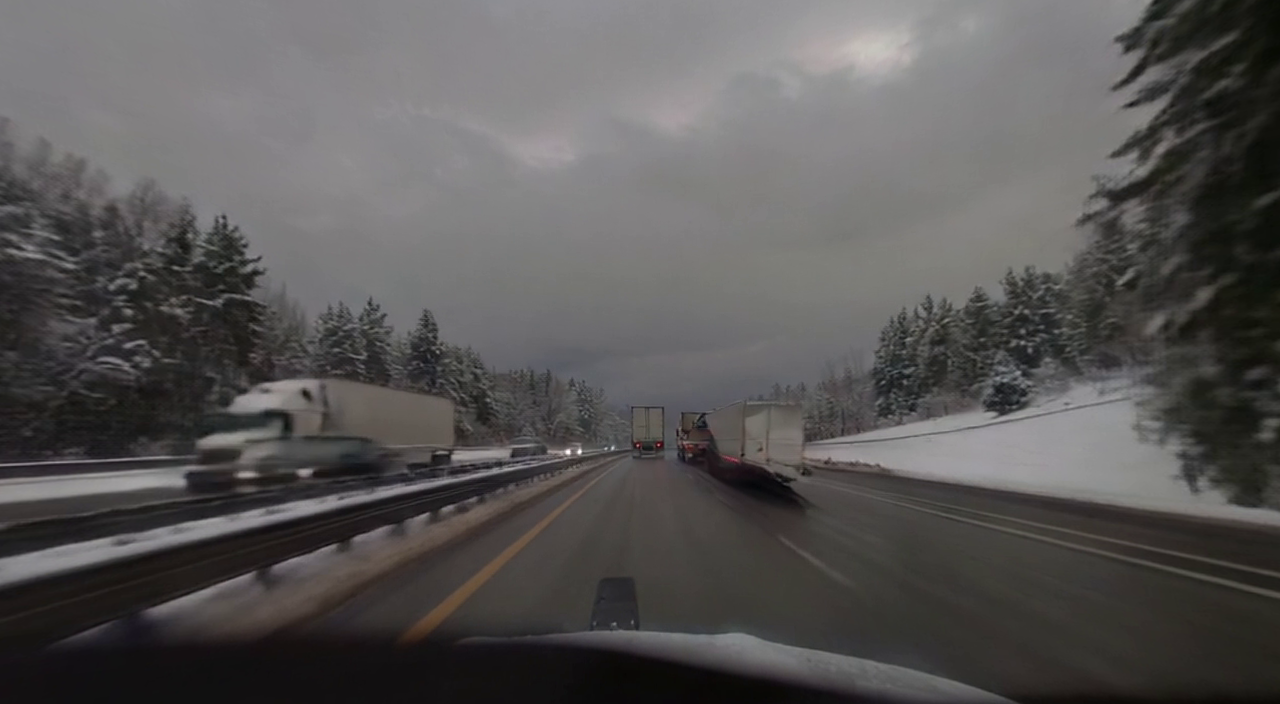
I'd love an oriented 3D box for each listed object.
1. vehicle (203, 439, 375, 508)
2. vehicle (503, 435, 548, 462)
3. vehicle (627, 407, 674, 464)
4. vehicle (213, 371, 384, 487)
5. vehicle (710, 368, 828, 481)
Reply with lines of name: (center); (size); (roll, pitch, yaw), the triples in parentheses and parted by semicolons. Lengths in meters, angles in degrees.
vehicle: (-8.708, 3.009, 16.176); (1.900, 1.495, 4.478); (0, -8, -1)
vehicle: (-8.207, 6.975, 45.735); (2.294, 1.856, 4.734); (-1, -8, 1)
vehicle: (0.585, 5.319, 39.895); (2.644, 3.247, 7.454); (0, -8, 0)
vehicle: (-13.072, 3.091, 24.919); (2.939, 3.930, 6.425); (-1, -8, 1)
vehicle: (4.513, 2.775, 23.498); (2.956, 3.604, 6.277); (0, -8, -1)
